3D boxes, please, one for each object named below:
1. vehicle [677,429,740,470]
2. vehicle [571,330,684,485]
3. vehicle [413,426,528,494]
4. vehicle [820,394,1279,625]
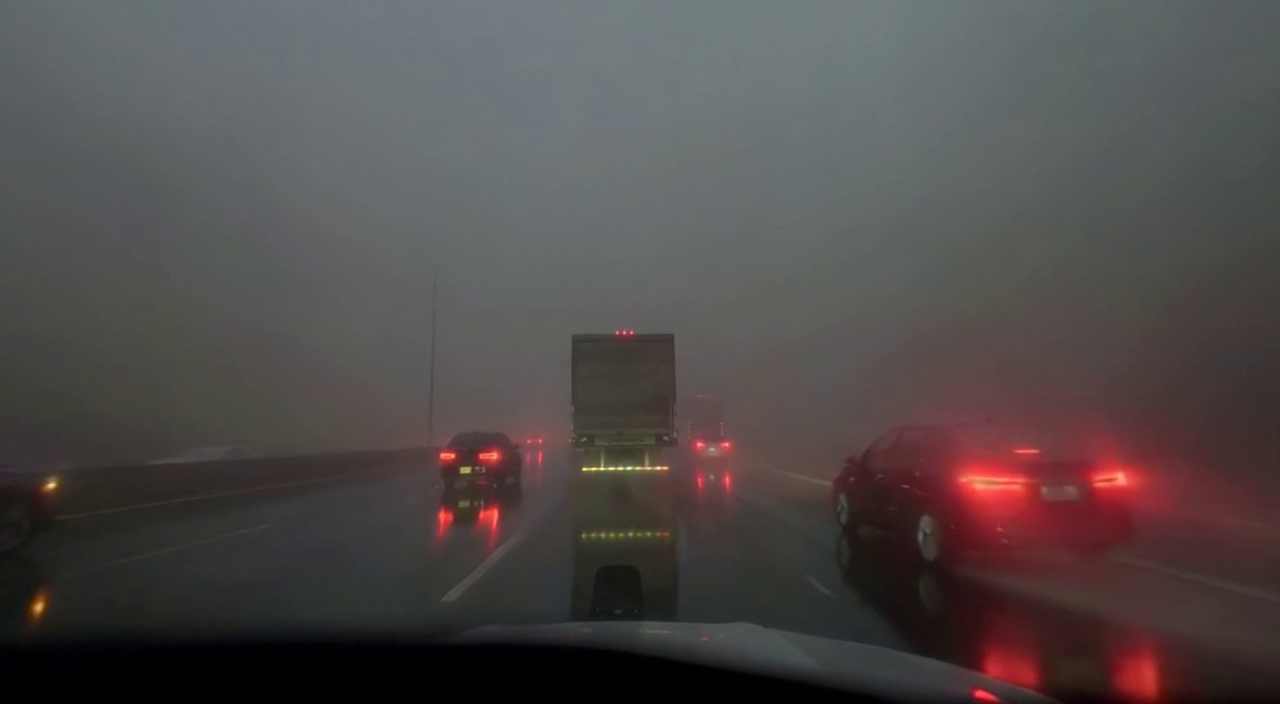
[{"bbox_3d":[2.708,3.968,25.831,1.976,1.513,4.065,0,-8,-2],"label":"vehicle"},{"bbox_3d":[-0.505,2.086,21.430,2.938,4.033,9.980,0,-8,-2],"label":"vehicle"},{"bbox_3d":[-4.123,2.670,15.945,1.882,1.493,3.828,0,-8,-1],"label":"vehicle"},{"bbox_3d":[3.458,1.333,6.353,1.945,1.529,4.129,0,-8,-2],"label":"vehicle"}]
